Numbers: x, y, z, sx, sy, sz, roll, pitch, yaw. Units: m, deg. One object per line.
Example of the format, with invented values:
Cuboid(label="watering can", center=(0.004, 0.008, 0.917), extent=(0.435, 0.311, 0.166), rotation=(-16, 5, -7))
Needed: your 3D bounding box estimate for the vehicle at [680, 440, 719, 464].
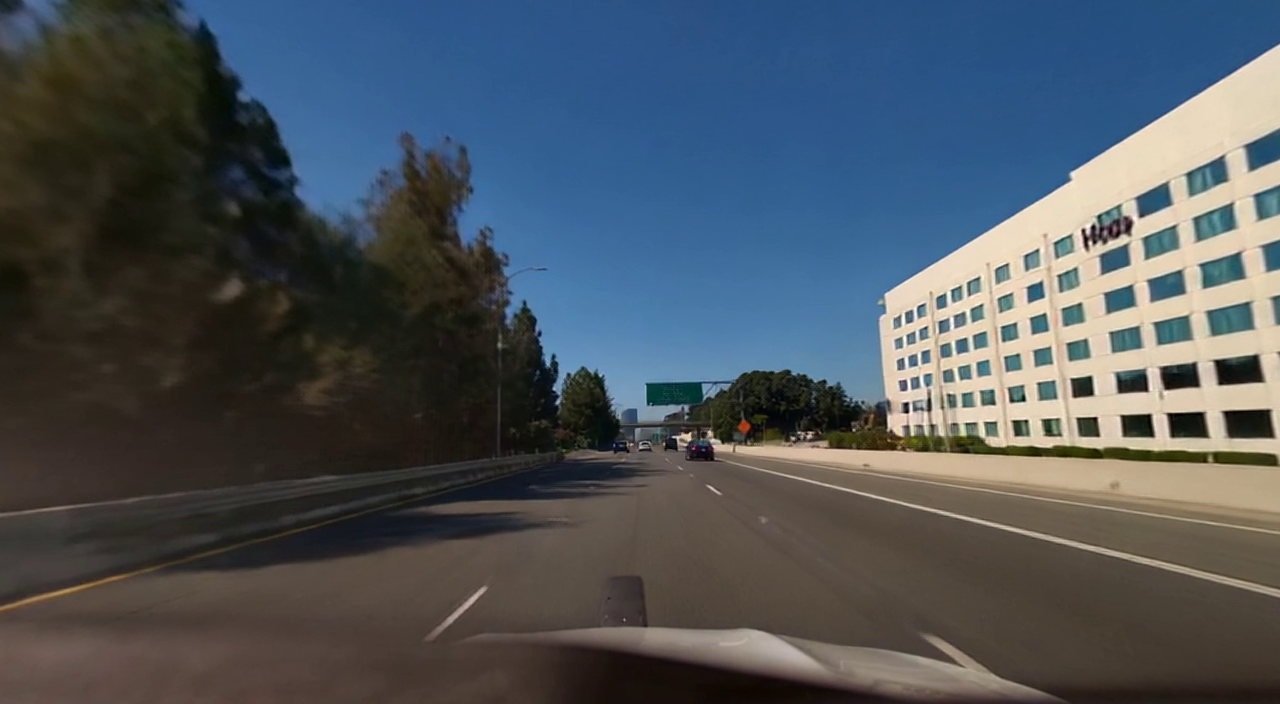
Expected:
Cuboid(label="vehicle", center=(3.822, 6.539, 41.339), extent=(2.069, 1.431, 4.313), rotation=(0, -8, -1))
